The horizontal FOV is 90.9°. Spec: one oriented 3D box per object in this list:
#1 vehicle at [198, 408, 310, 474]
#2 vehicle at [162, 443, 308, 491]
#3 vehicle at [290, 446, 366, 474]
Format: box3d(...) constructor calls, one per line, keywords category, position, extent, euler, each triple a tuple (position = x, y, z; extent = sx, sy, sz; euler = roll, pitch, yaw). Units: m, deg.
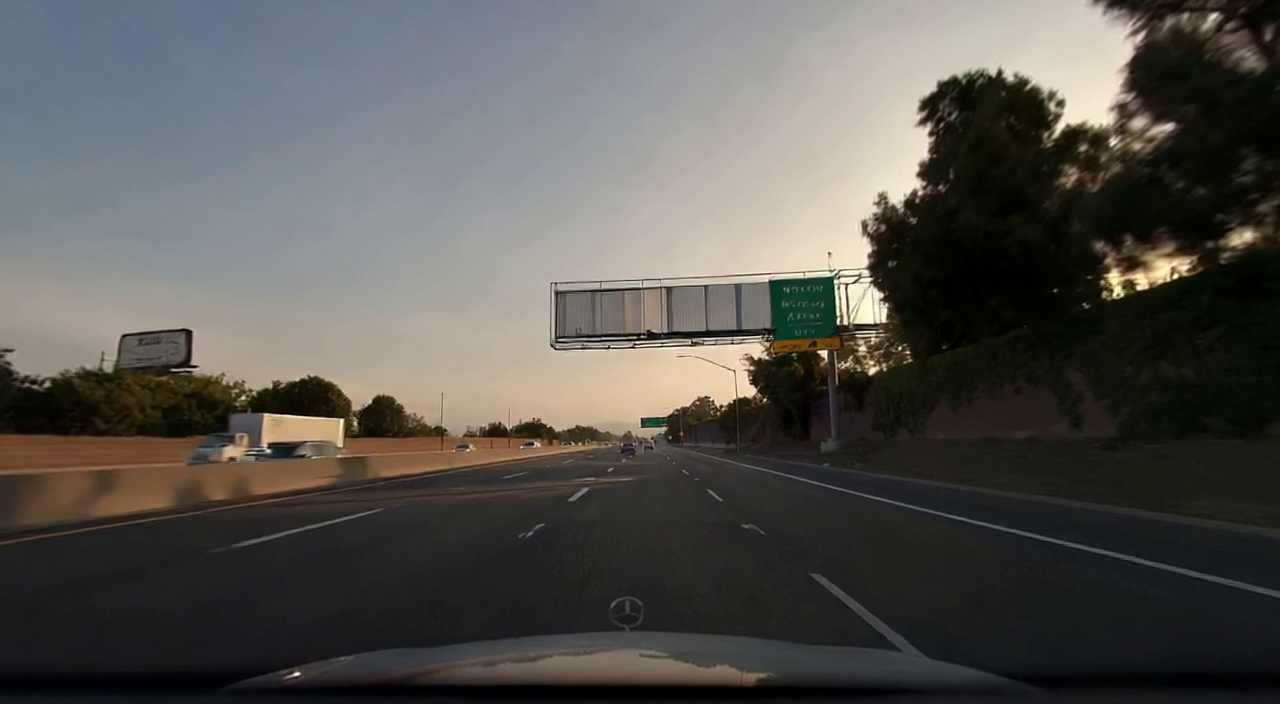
box3d(category="vehicle", position=(-24.803, 5.786, 41.003), extent=(2.990, 3.937, 6.402), euler=(0, -8, 1))
box3d(category="vehicle", position=(-13.742, 3.903, 21.797), extent=(1.896, 1.451, 4.569), euler=(-1, -8, 2))
box3d(category="vehicle", position=(-17.512, 6.057, 35.679), extent=(1.860, 1.452, 4.723), euler=(0, -8, 0))
